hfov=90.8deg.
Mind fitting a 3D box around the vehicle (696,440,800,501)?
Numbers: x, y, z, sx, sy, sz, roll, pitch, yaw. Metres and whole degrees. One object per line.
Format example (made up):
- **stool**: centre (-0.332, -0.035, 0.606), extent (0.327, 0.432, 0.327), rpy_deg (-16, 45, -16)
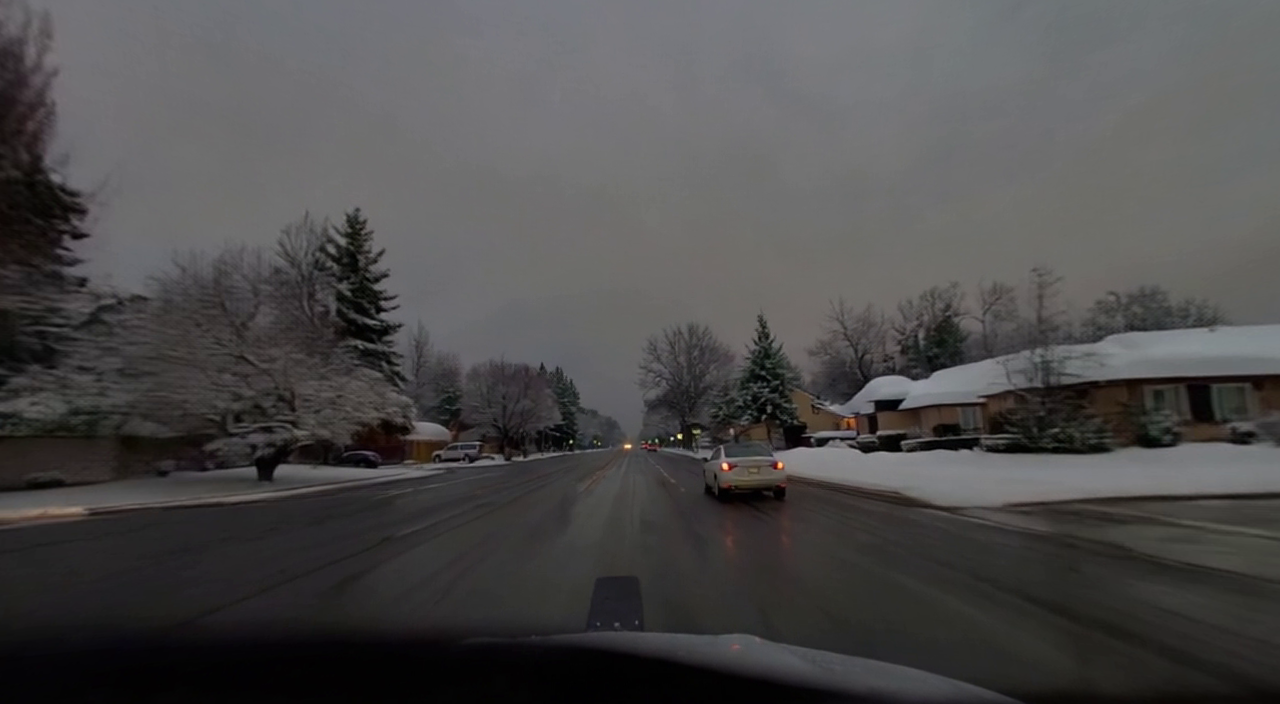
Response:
- **vehicle**: centre (2.903, 3.289, 17.992), extent (2.057, 1.493, 4.225), rpy_deg (0, -8, -2)
